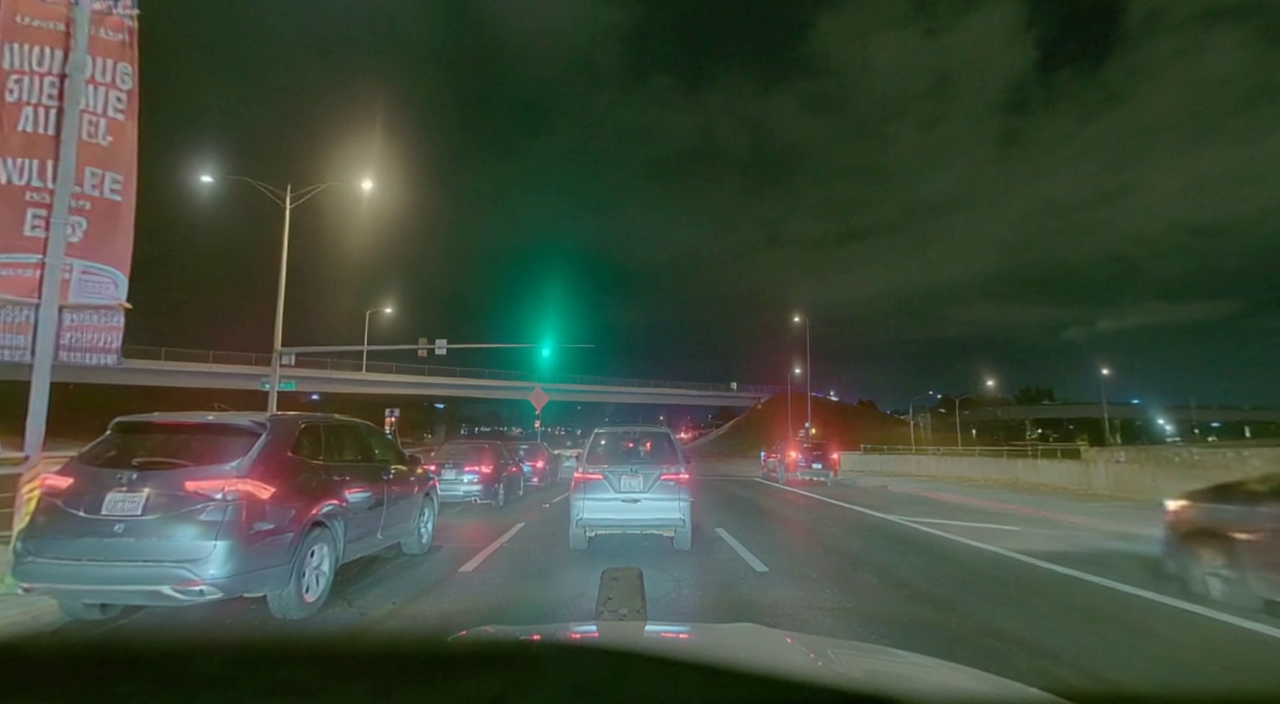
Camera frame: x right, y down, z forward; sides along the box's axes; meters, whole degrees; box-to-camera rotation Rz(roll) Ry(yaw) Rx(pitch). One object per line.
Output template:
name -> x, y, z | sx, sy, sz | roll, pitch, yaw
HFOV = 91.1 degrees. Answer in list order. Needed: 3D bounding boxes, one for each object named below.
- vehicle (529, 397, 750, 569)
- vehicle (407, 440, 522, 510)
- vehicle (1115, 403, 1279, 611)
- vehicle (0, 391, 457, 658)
vehicle -> -0.086, 1.770, 9.197 | 2.409, 1.864, 4.471 | 0, -9, -2
vehicle -> -4.150, 2.944, 15.429 | 1.797, 1.505, 3.506 | 0, -9, 0
vehicle -> 6.504, 1.213, 4.680 | 2.191, 1.730, 4.658 | 0, -9, -1
vehicle -> -3.495, 1.434, 6.260 | 2.039, 1.709, 4.265 | 0, -9, 0
